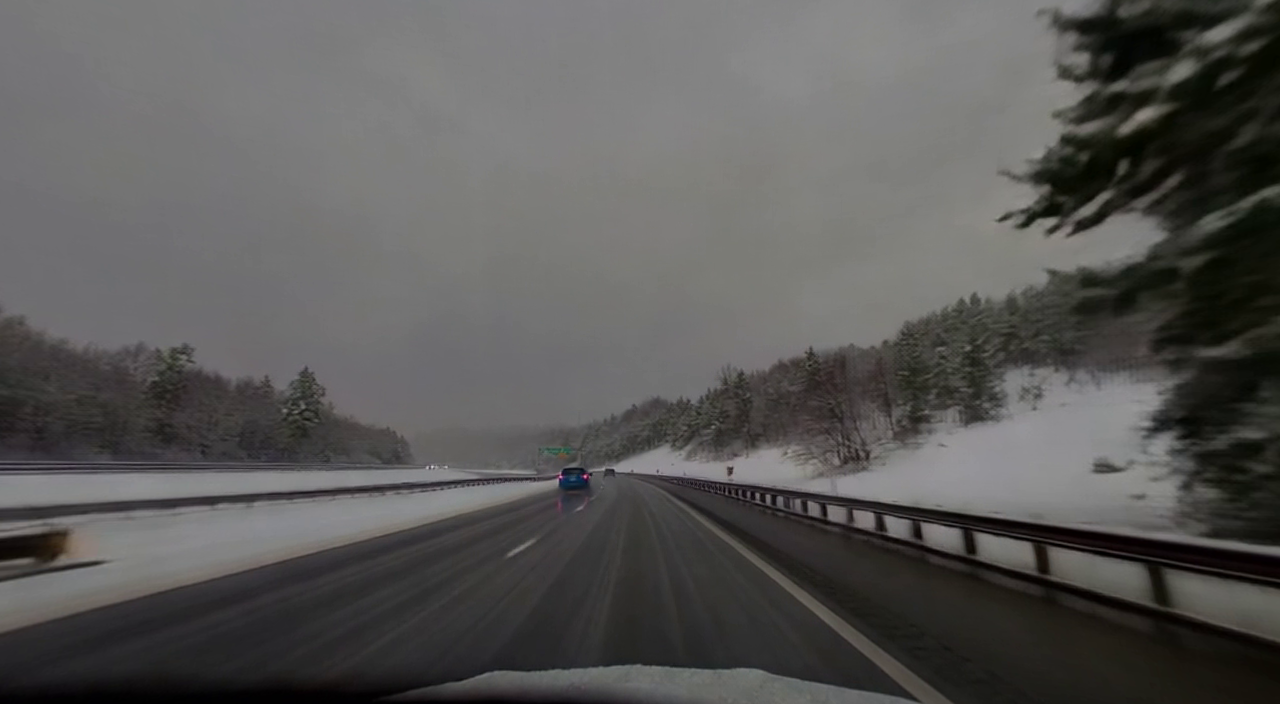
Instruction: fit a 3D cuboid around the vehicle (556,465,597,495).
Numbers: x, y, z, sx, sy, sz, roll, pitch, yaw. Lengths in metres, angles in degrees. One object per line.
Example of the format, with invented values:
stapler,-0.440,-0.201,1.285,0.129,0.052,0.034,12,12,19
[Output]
vehicle,-3.547,7.274,36.022,1.967,1.556,4.364,1,-10,-1
